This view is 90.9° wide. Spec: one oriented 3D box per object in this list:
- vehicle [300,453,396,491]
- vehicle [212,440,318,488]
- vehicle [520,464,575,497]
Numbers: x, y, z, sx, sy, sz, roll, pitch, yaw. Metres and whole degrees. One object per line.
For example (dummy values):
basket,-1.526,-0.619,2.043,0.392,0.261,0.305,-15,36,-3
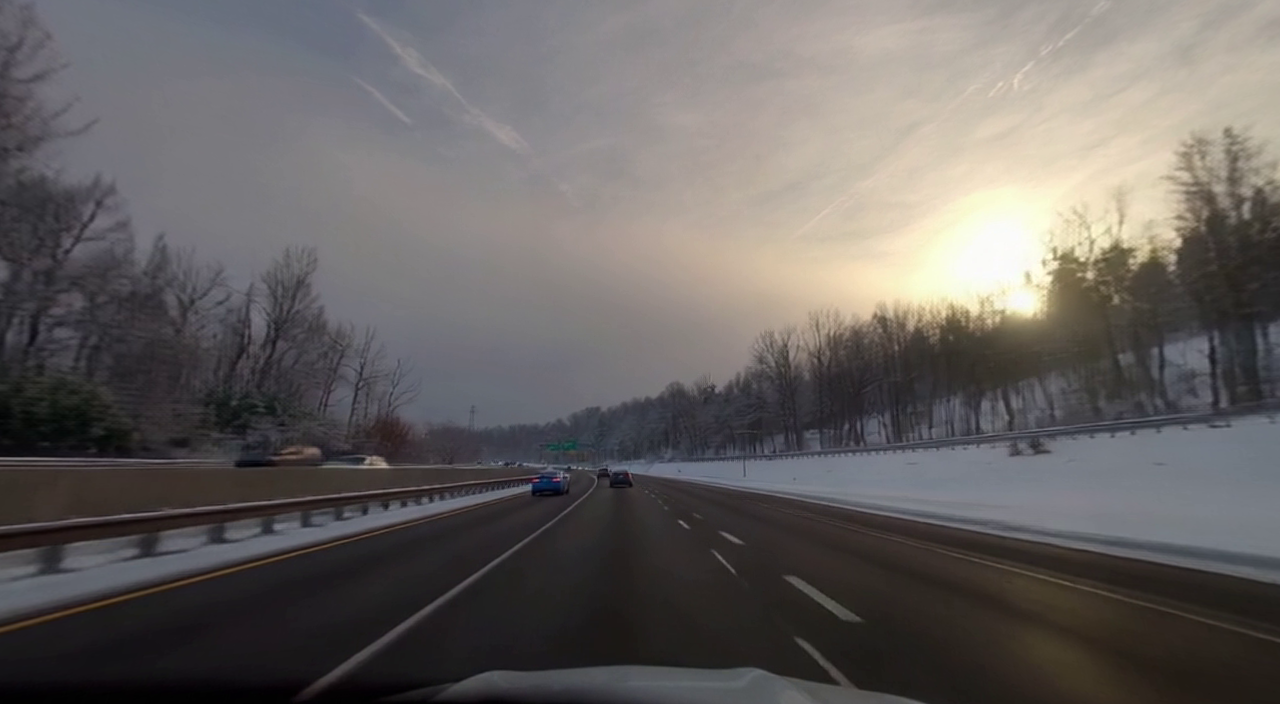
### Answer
vehicle,-12.626,5.259,27.661,1.971,1.512,4.738,1,-11,-1
vehicle,-16.450,5.003,27.952,1.896,1.914,4.519,1,-11,-1
vehicle,-4.654,6.595,32.500,2.310,1.521,4.731,1,-11,-2
